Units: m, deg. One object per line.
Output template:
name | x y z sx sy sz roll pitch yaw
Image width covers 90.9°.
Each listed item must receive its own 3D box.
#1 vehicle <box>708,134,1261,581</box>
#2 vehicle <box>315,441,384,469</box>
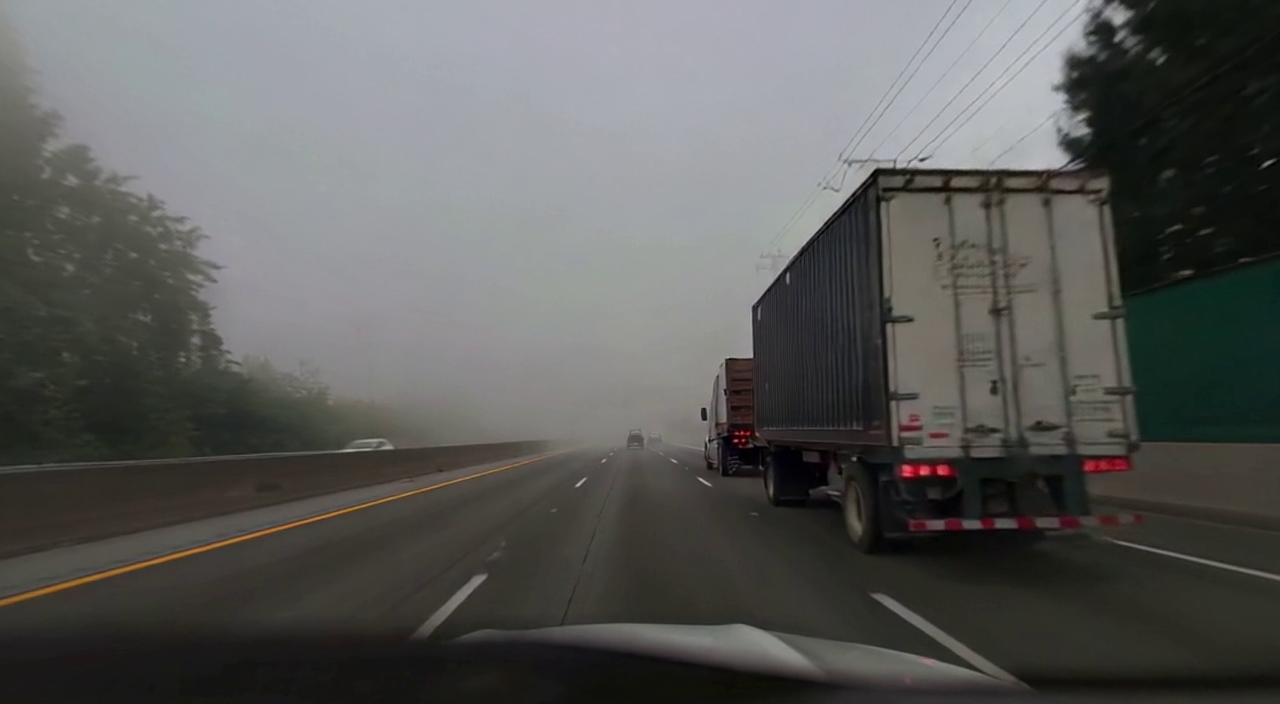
vehicle | 3.649 0.849 12.125 2.944 3.973 13.227 0 -8 -1
vehicle | -16.092 5.707 35.185 1.812 1.475 4.361 0 -8 -1
